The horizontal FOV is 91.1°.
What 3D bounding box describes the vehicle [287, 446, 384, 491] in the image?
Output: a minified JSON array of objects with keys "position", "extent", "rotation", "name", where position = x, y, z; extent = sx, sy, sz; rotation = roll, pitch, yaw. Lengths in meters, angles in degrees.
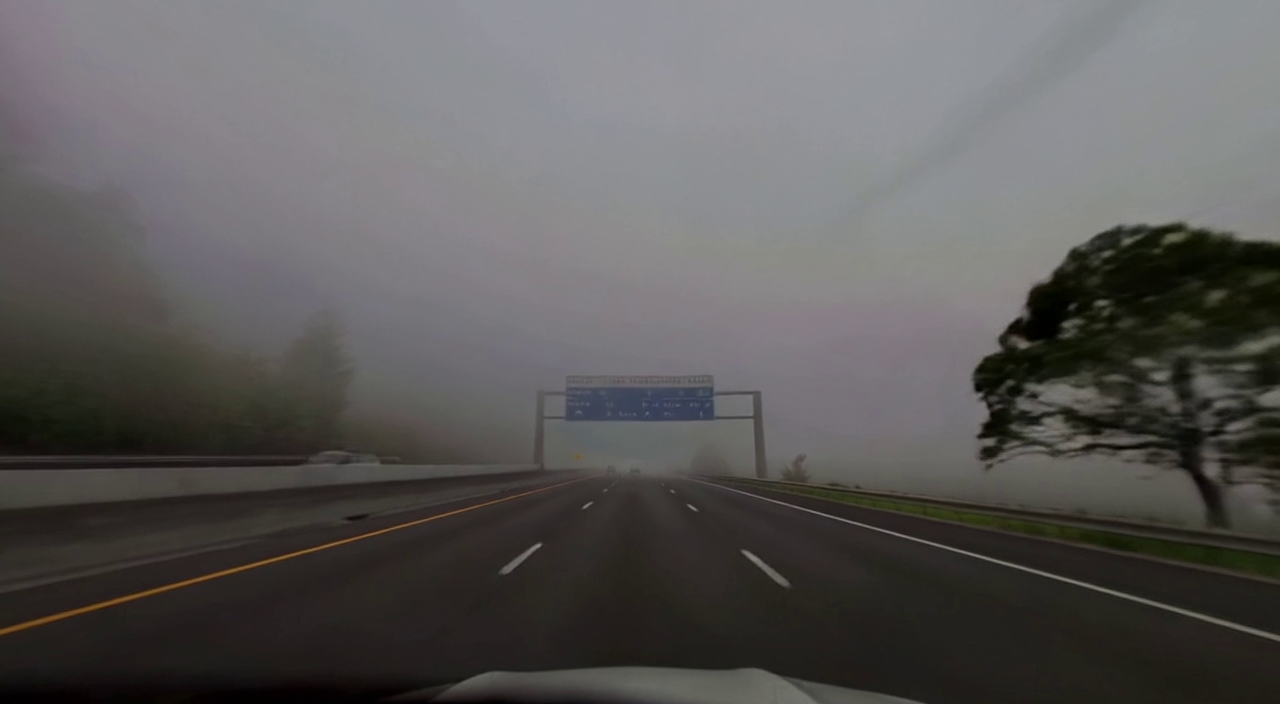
[{"position":[-15.120,5.853,31.575],"extent":[2.360,1.999,4.727],"rotation":[0,-10,1],"name":"vehicle"}]
